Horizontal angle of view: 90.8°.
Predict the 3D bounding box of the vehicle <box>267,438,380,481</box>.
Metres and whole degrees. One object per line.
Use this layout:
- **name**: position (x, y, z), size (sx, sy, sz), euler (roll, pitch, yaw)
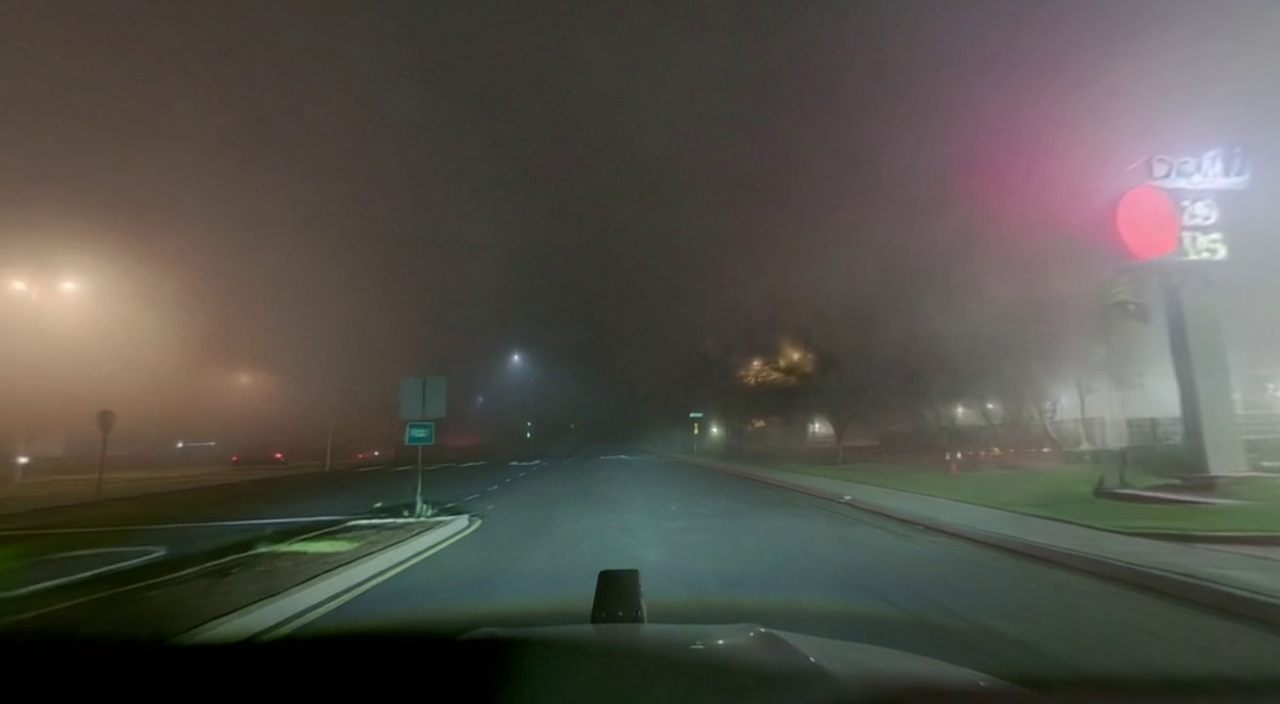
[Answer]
- **vehicle**: position (-14.991, 5.070, 29.952), size (4.651, 1.863, 2.174), euler (-4, -9, 23)
